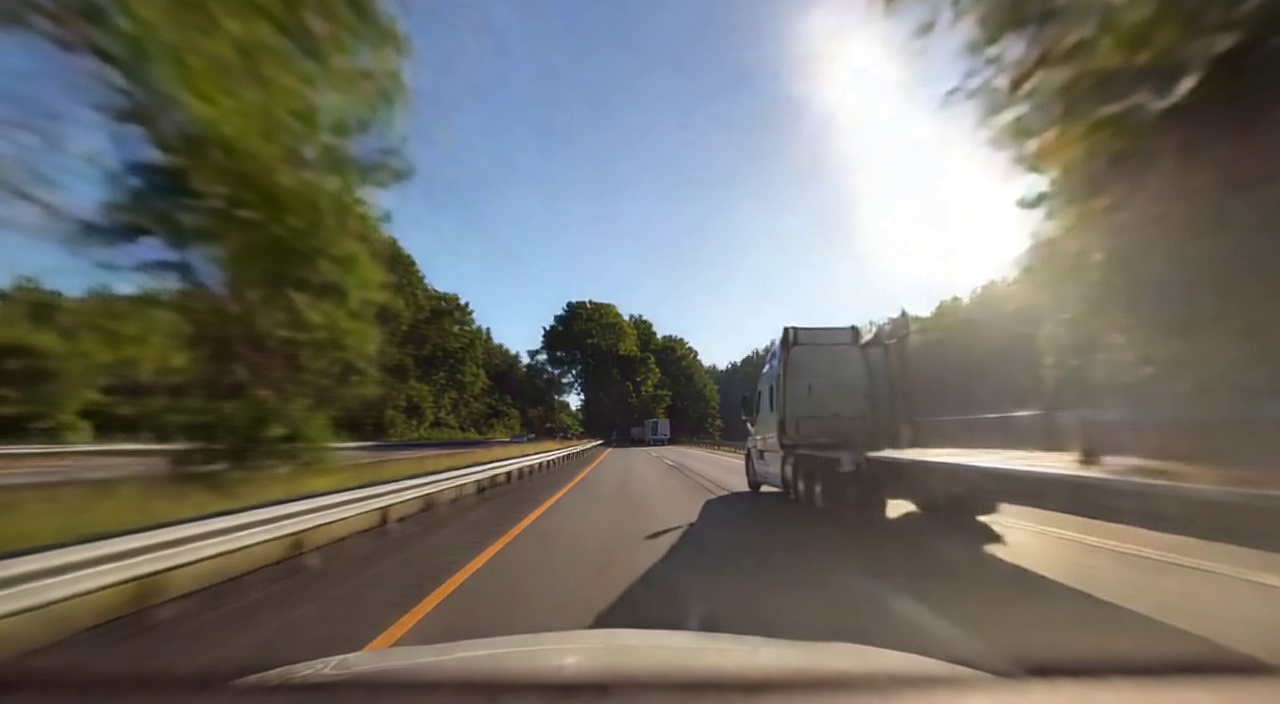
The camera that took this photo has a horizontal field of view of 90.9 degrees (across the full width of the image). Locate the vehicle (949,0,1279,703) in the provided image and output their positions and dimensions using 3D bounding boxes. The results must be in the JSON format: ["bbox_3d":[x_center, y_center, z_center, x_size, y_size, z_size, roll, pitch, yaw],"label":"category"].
[{"bbox_3d":[4.334,-0.433,1.327,2.861,3.991,8.583,0,-8,-1],"label":"vehicle"}]
